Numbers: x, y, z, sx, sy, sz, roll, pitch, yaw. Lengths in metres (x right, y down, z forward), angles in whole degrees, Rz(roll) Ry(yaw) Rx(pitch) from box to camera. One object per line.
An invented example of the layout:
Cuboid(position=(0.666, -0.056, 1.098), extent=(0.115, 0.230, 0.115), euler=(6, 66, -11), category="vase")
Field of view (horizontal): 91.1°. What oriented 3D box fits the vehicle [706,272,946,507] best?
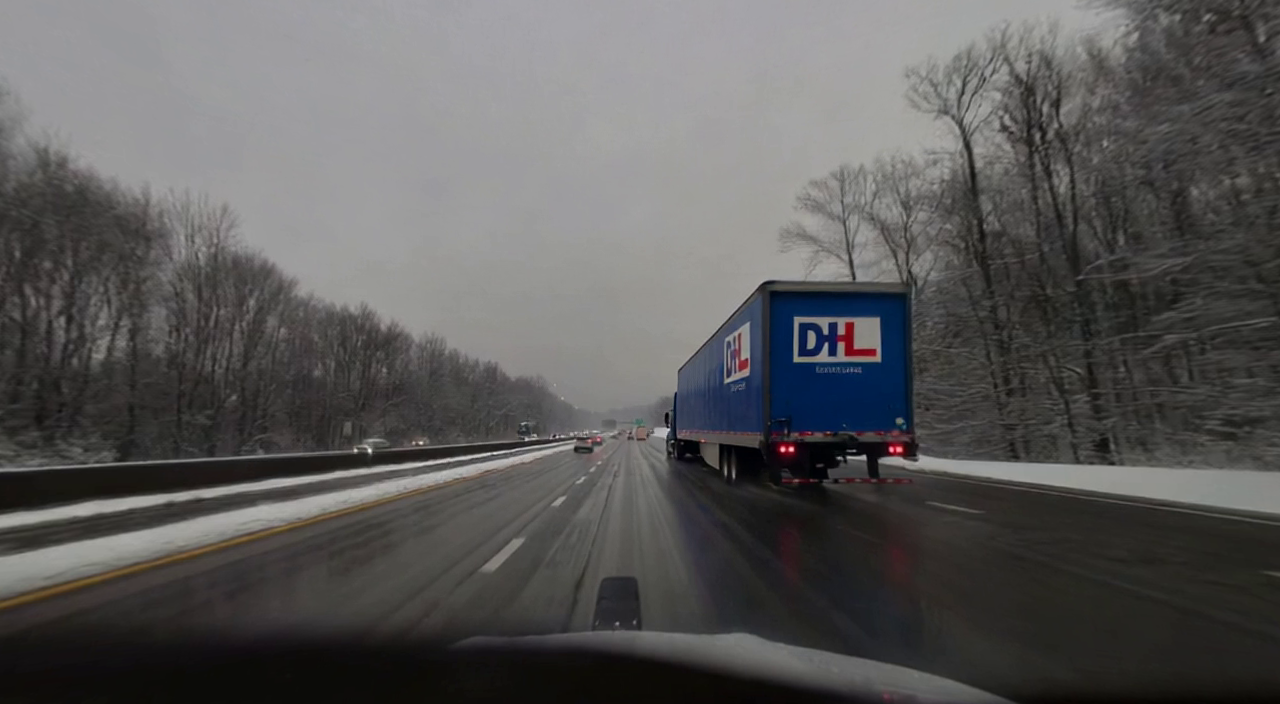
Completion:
Cuboid(position=(3.772, 1.215, 15.730), extent=(3.011, 4.211, 8.926), euler=(0, -8, -1), category="vehicle")
